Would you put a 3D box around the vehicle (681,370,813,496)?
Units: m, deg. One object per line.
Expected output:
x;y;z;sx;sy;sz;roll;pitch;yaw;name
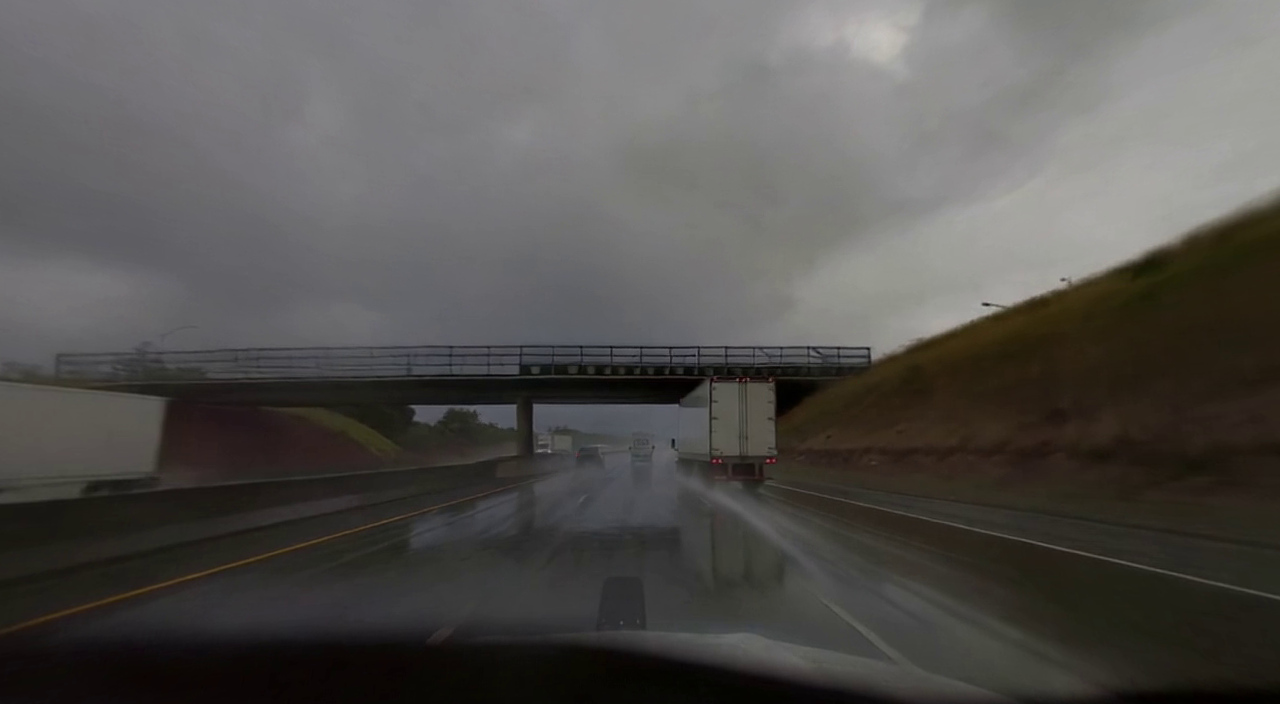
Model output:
3.976;3.862;28.687;3.131;4.037;16.729;0;-9;0;vehicle

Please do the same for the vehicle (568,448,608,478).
-3.006;6.528;37.292;2.007;1.647;3.854;0;-9;1;vehicle

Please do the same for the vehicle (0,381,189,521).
-19.168;2.543;16.151;2.894;3.819;16.777;0;-9;0;vehicle
